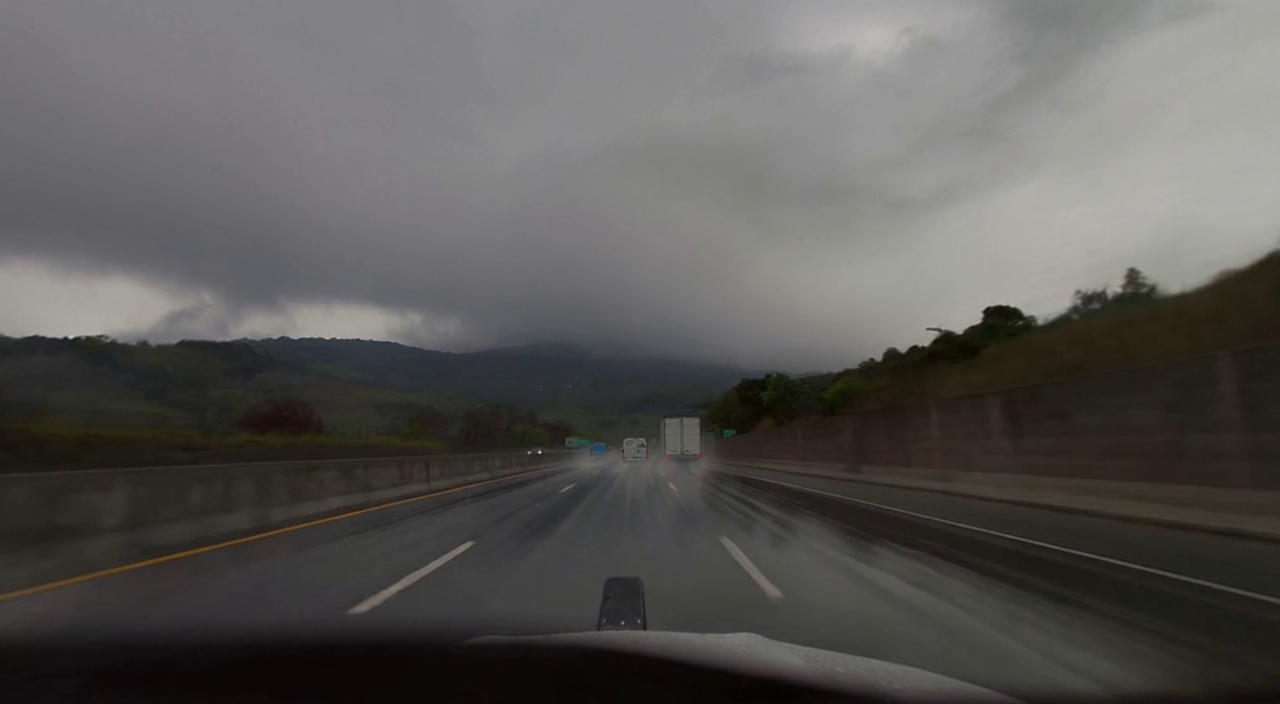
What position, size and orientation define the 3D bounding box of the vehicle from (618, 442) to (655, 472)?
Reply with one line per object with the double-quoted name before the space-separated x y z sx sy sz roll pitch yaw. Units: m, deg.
"vehicle" -0.230 6.546 39.477 2.166 1.747 4.299 0 -9 0
